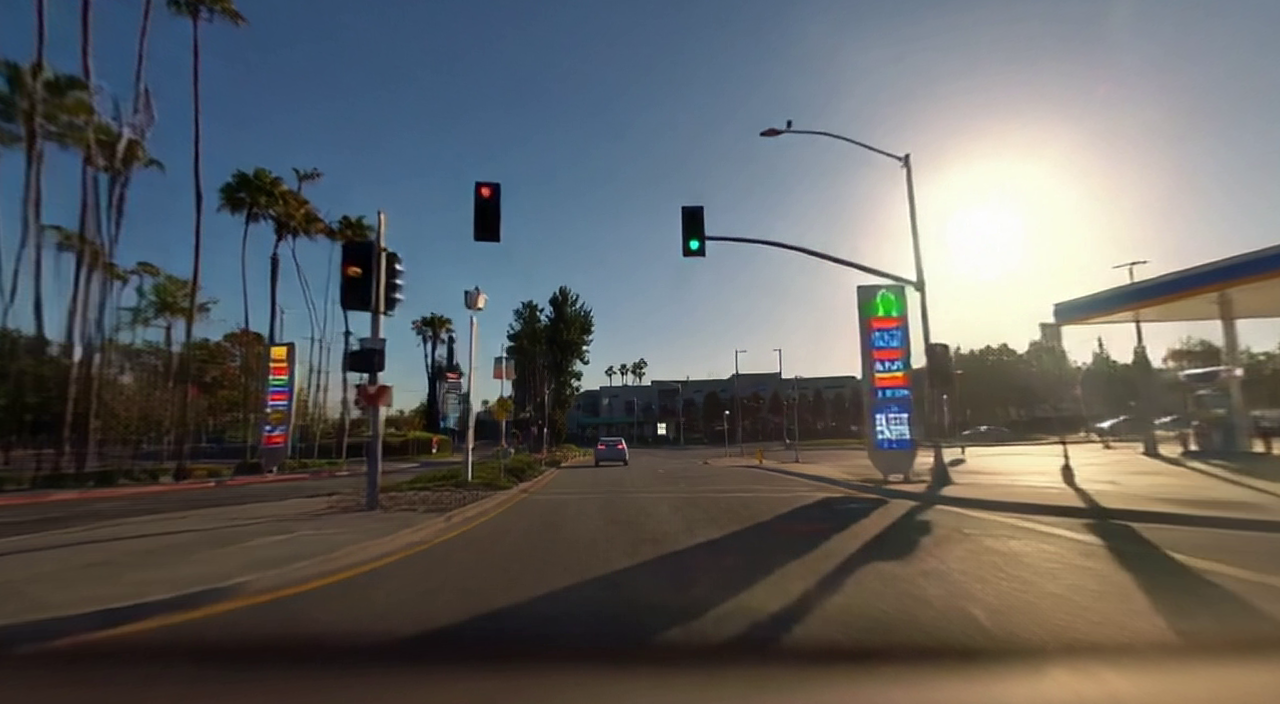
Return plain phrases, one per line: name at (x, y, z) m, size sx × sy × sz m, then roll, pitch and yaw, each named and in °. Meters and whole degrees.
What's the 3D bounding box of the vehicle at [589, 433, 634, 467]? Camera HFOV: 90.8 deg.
vehicle at (-1.429, 4.860, 31.358) m, size 2.073 × 1.525 × 4.809 m, roll 0°, pitch -9°, yaw -3°
